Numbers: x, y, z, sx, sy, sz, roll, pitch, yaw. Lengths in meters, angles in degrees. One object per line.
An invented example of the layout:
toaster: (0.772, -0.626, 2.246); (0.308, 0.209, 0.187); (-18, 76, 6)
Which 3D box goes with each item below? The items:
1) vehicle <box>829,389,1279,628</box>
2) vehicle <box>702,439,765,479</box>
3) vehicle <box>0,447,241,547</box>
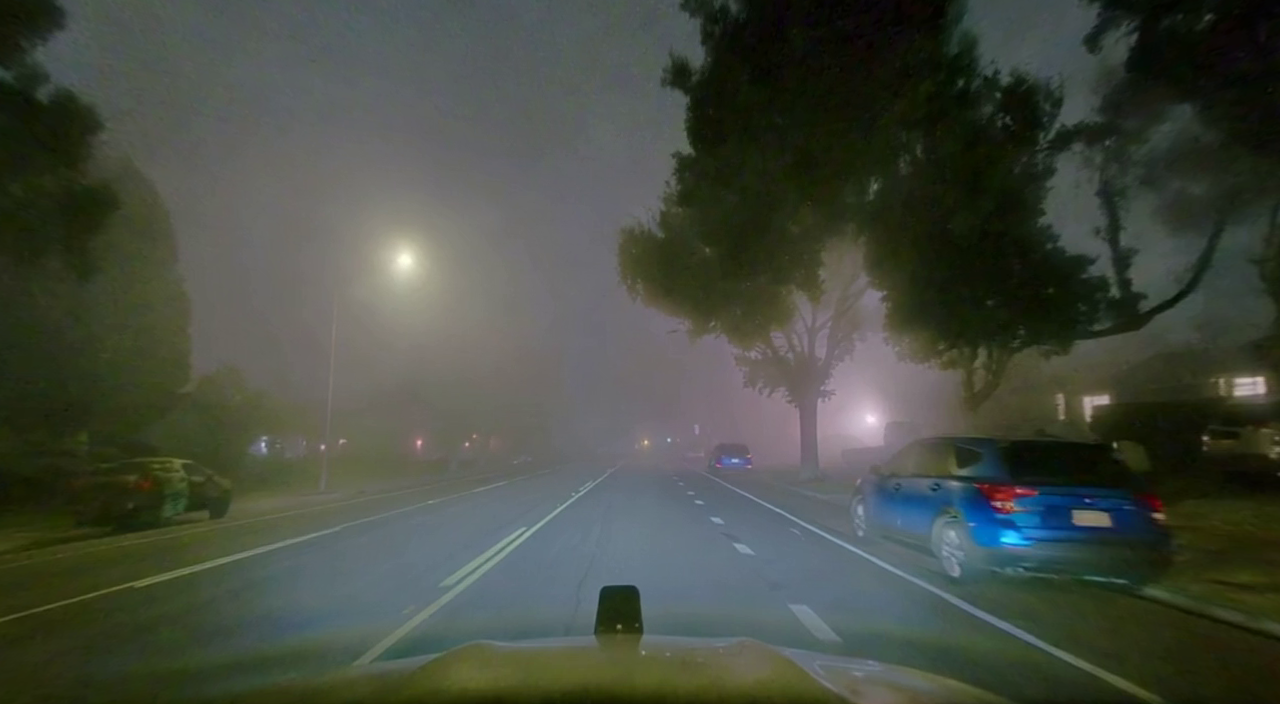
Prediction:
vehicle: (4.024, 1.565, 7.341); (2.139, 1.827, 4.791); (0, -9, 0)
vehicle: (4.175, 4.885, 29.118); (2.173, 1.656, 4.514); (0, -8, -1)
vehicle: (-11.232, 3.018, 13.911); (2.077, 1.822, 4.305); (0, -8, -1)
